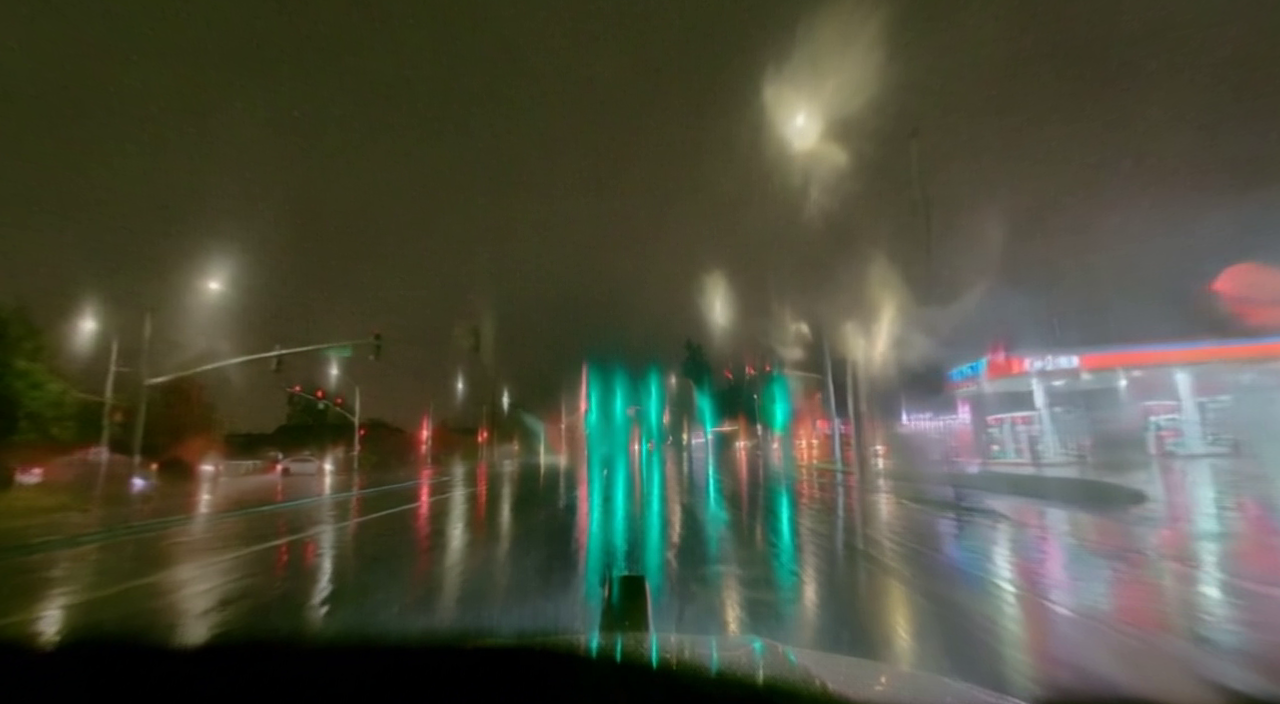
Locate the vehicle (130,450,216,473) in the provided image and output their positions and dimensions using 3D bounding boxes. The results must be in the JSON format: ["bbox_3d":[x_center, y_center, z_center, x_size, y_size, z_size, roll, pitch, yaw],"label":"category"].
[{"bbox_3d":[-35.420,8.317,47.908,4.774,1.672,1.936,1,-8,-6],"label":"vehicle"}]

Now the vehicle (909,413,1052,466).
[{"bbox_3d":[13.487,3.524,25.255,4.454,1.990,2.124,-1,-8,6],"label":"vehicle"}]

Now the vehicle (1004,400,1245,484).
[{"bbox_3d":[13.302,2.499,17.591,4.821,1.788,2.132,-5,-7,1],"label":"vehicle"}]
